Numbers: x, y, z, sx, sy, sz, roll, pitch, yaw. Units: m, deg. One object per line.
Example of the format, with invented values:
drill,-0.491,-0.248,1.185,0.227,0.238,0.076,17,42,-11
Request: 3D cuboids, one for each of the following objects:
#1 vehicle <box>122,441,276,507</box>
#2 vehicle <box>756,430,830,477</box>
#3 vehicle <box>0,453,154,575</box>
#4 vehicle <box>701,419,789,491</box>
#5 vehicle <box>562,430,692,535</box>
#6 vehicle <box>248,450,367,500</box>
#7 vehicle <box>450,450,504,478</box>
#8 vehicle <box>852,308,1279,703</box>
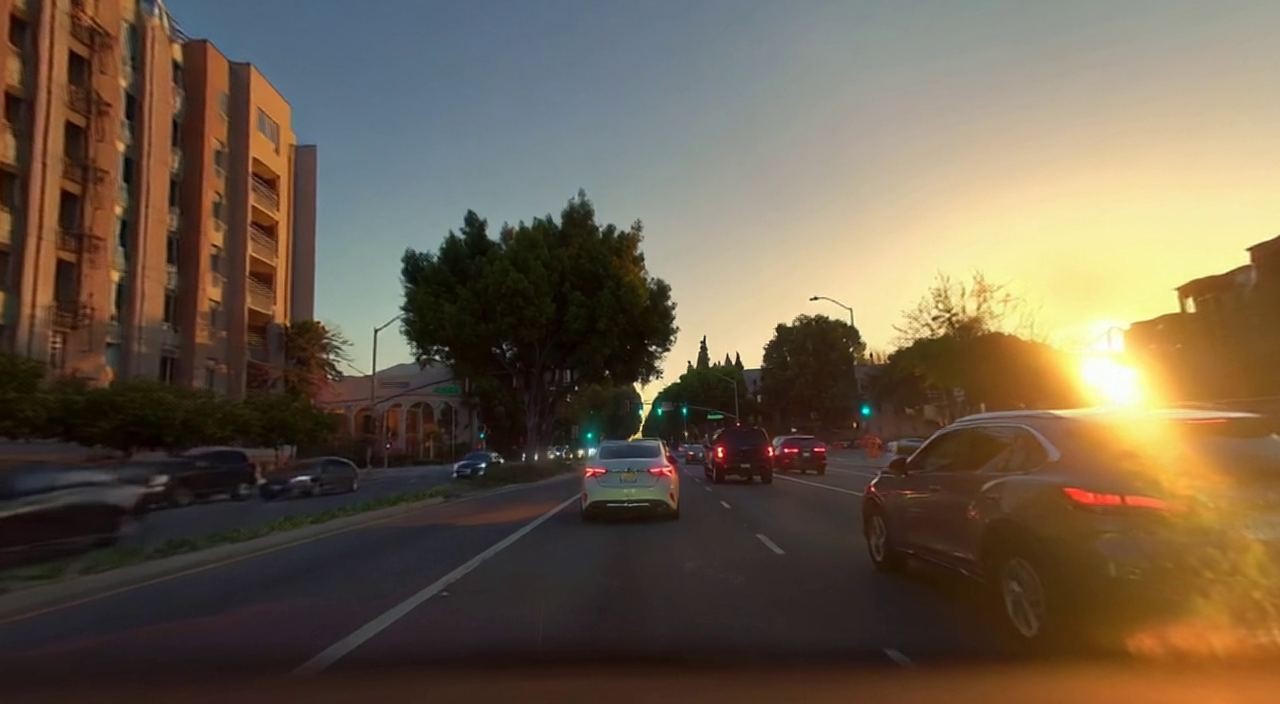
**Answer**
vehicle,-15.976,4.369,23.179,2.040,2.152,4.854,0,-8,1
vehicle,7.901,5.270,33.025,2.627,2.252,5.236,0,-8,1
vehicle,-9.150,2.121,8.243,2.050,1.498,4.238,0,-8,1
vehicle,3.955,4.008,24.800,2.516,2.481,5.766,0,-8,1
vehicle,-0.175,2.411,12.291,2.111,1.676,4.018,0,-8,1
vehicle,-12.418,4.587,23.829,1.944,1.638,4.496,0,-8,1
vehicle,-9.340,6.457,36.419,1.933,1.469,4.516,0,-8,0
vehicle,3.399,1.078,4.936,1.982,1.960,4.427,0,-8,1
